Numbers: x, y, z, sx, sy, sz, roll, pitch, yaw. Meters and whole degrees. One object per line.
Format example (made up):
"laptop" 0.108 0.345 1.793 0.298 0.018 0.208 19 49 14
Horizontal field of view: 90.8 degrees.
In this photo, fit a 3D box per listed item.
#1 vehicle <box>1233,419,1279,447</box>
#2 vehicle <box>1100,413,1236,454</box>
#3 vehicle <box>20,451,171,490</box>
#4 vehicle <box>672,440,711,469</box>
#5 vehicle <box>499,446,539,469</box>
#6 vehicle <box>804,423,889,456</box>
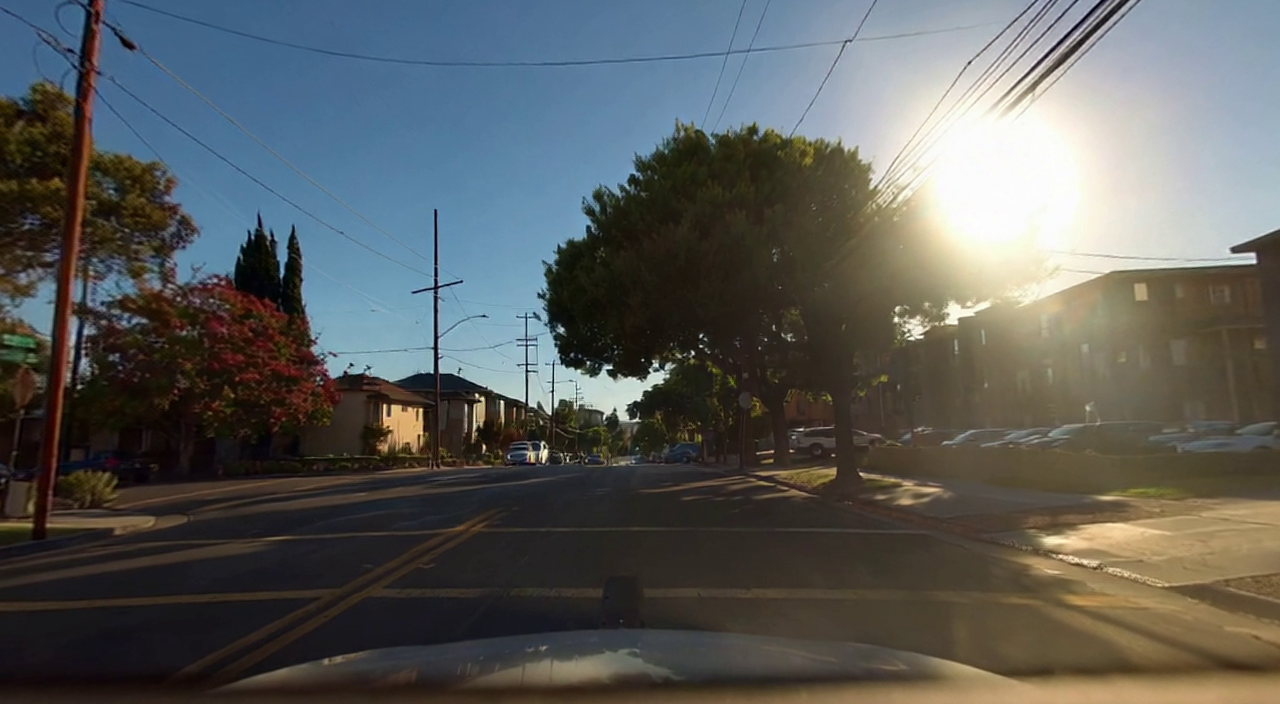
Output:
"vehicle" 33.084 4.233 32.938 3.433 1.389 1.683 3 -8 -22
"vehicle" 22.397 3.503 26.902 4.002 1.505 2.061 -1 -10 -5
"vehicle" -22.299 4.855 26.022 4.424 1.486 1.814 0 -8 -2
"vehicle" 3.256 6.575 40.762 1.993 1.755 4.256 0 -8 -2
"vehicle" -8.536 7.434 44.807 2.066 1.472 4.353 0 -8 -1
"vehicle" 11.207 4.754 34.134 4.509 1.664 1.981 6 -10 -35
